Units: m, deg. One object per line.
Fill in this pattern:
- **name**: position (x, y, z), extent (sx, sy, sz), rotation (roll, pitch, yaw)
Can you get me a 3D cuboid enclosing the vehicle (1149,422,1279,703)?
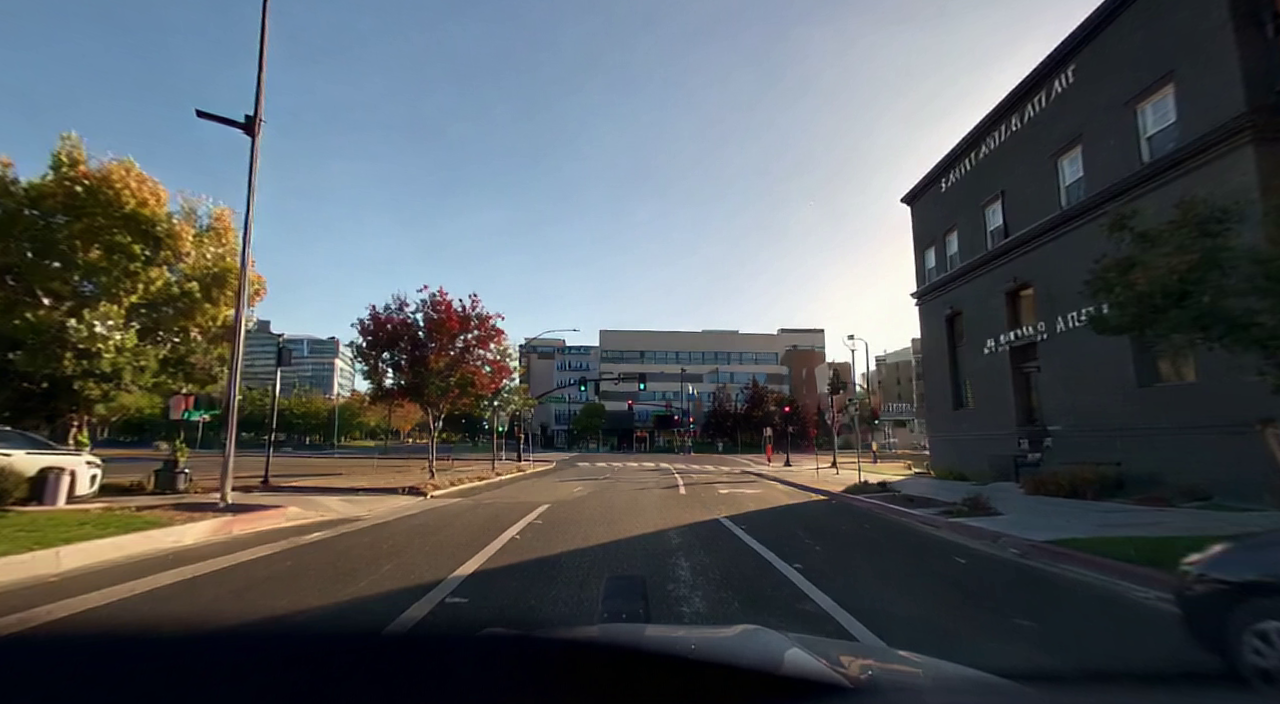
- **vehicle**: position (3.945, 0.834, 1.352), extent (1.967, 1.469, 4.574), rotation (0, -9, 2)
